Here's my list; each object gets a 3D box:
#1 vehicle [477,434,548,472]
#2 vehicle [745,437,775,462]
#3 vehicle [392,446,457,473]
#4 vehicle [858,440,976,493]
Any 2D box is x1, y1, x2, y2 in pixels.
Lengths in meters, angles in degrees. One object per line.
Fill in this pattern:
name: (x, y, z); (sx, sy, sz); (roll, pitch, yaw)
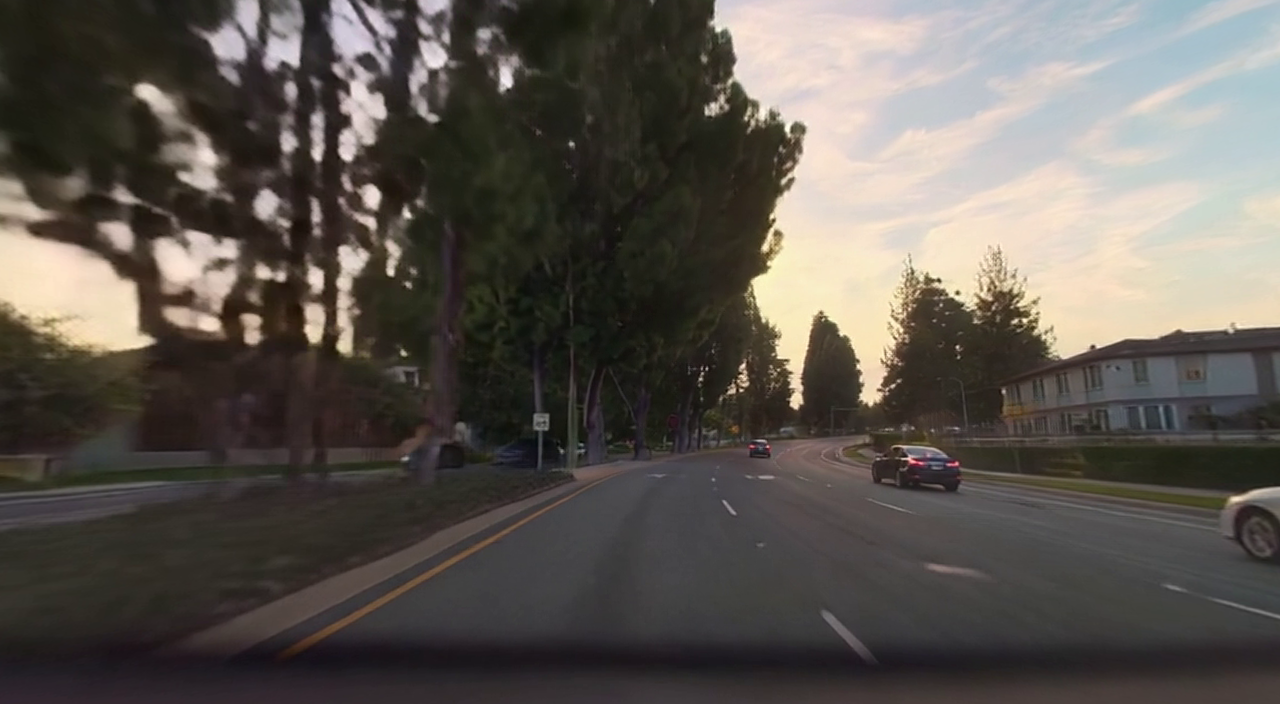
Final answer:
vehicle: (-6.782, 5.426, 34.146); (2.137, 1.828, 5.202); (-1, -8, 8)
vehicle: (8.581, 6.971, 45.167); (1.991, 1.684, 4.127); (-2, -8, 10)
vehicle: (-12.874, 6.415, 37.963); (1.893, 1.474, 4.375); (-1, -8, 8)
vehicle: (8.343, 3.454, 19.477); (1.855, 1.444, 4.389); (-1, -8, 3)
